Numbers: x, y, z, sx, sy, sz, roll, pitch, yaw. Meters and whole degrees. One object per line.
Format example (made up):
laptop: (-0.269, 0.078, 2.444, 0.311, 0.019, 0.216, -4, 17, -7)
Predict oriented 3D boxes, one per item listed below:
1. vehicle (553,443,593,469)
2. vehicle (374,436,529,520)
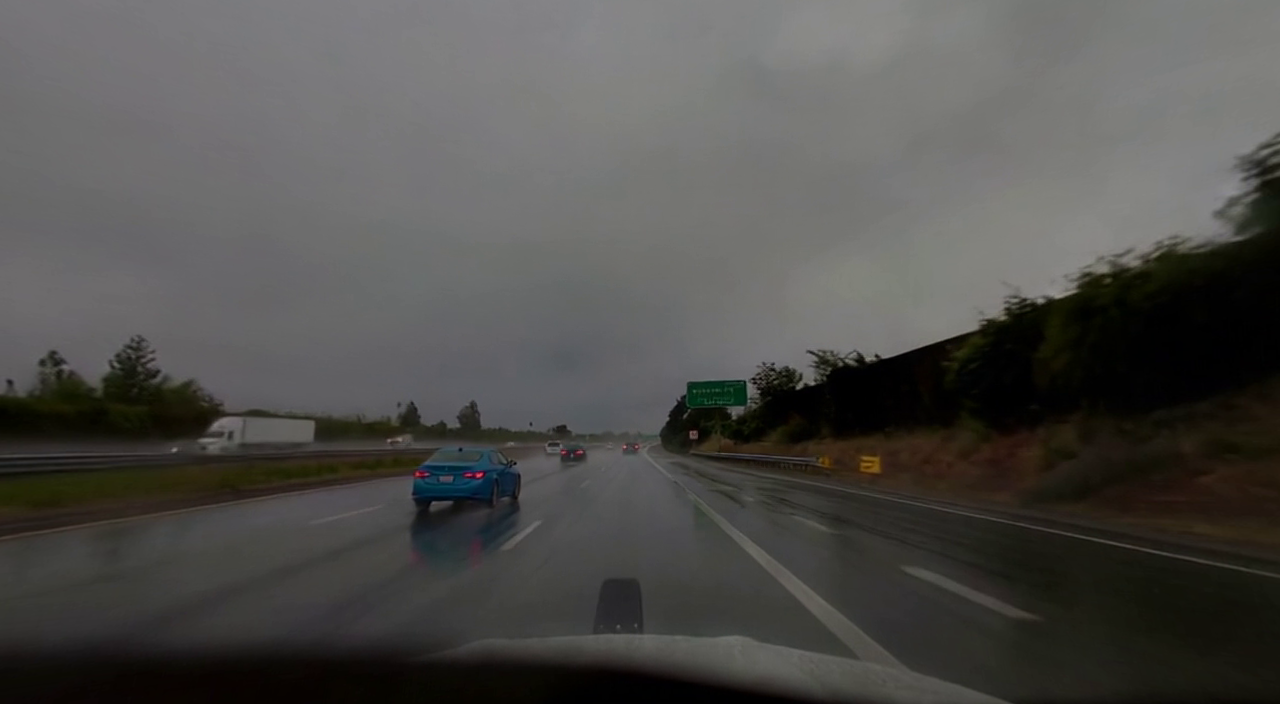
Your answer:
vehicle: (-4.056, 6.397, 38.951, 2.068, 1.501, 4.395, 0, -8, -1)
vehicle: (-3.822, 2.621, 13.758, 2.025, 1.506, 4.429, 0, -8, 0)
